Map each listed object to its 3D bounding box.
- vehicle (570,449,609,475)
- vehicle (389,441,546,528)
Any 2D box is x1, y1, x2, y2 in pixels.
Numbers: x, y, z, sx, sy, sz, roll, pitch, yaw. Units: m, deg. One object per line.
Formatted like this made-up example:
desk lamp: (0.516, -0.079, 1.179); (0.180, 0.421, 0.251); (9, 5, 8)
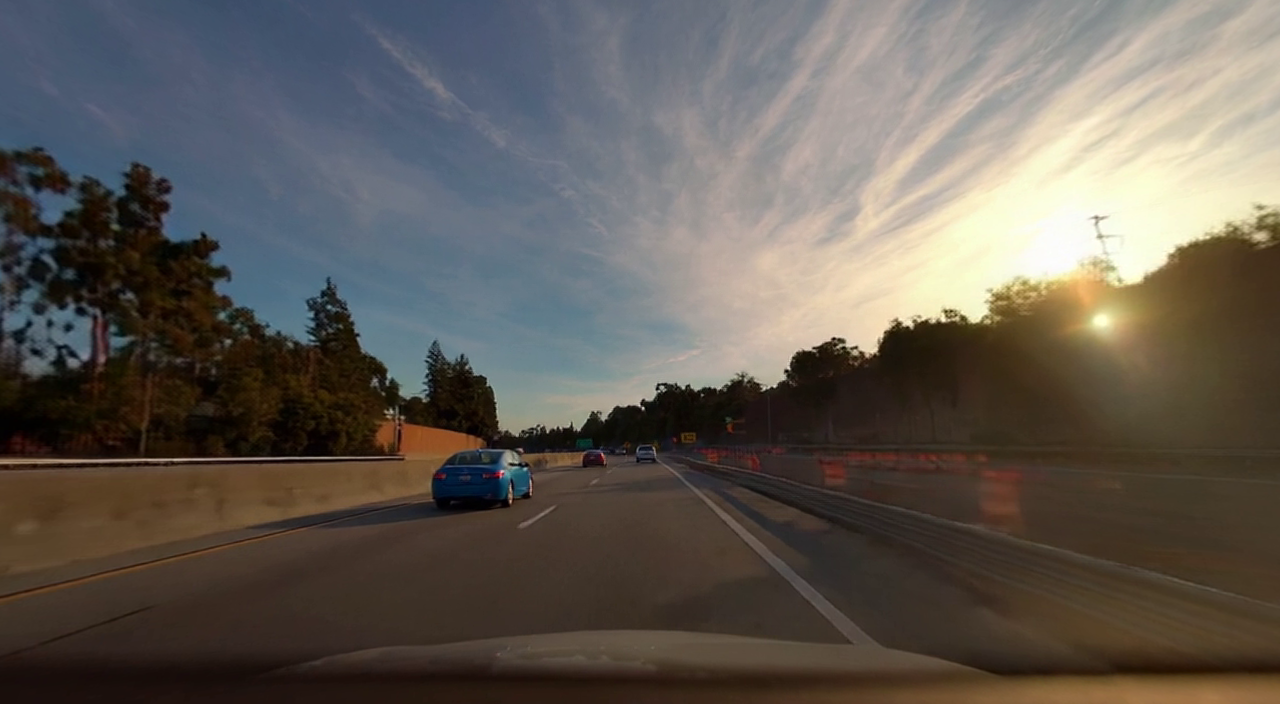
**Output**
vehicle: (-3.005, 6.664, 38.281); (1.965, 1.459, 4.145); (0, -9, 0)
vehicle: (-3.394, 2.702, 13.492); (2.012, 1.510, 4.672); (0, -9, 0)
